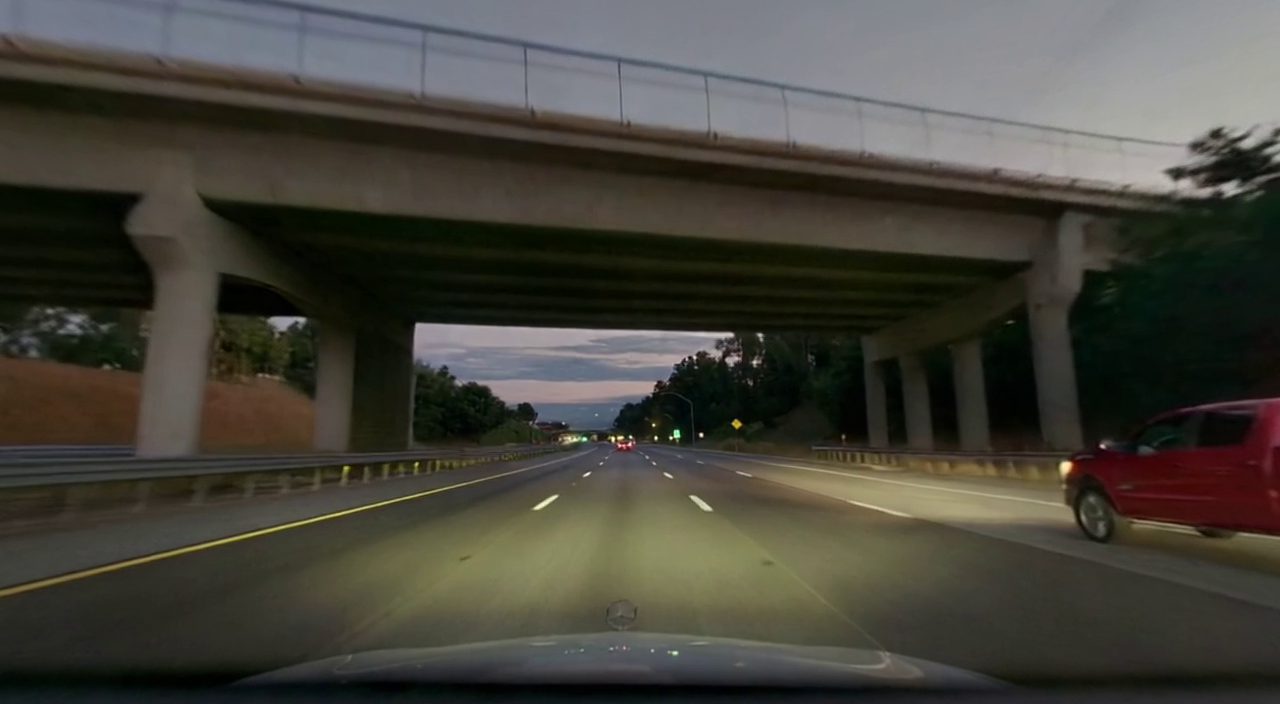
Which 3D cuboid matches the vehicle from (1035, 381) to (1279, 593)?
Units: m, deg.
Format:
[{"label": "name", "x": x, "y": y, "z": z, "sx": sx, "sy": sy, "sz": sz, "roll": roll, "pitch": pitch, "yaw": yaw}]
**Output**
[{"label": "vehicle", "x": 6.760, "y": 1.196, "z": 5.653, "sx": 2.395, "sy": 1.819, "sz": 6.086, "roll": 0, "pitch": -9, "yaw": -1}]
